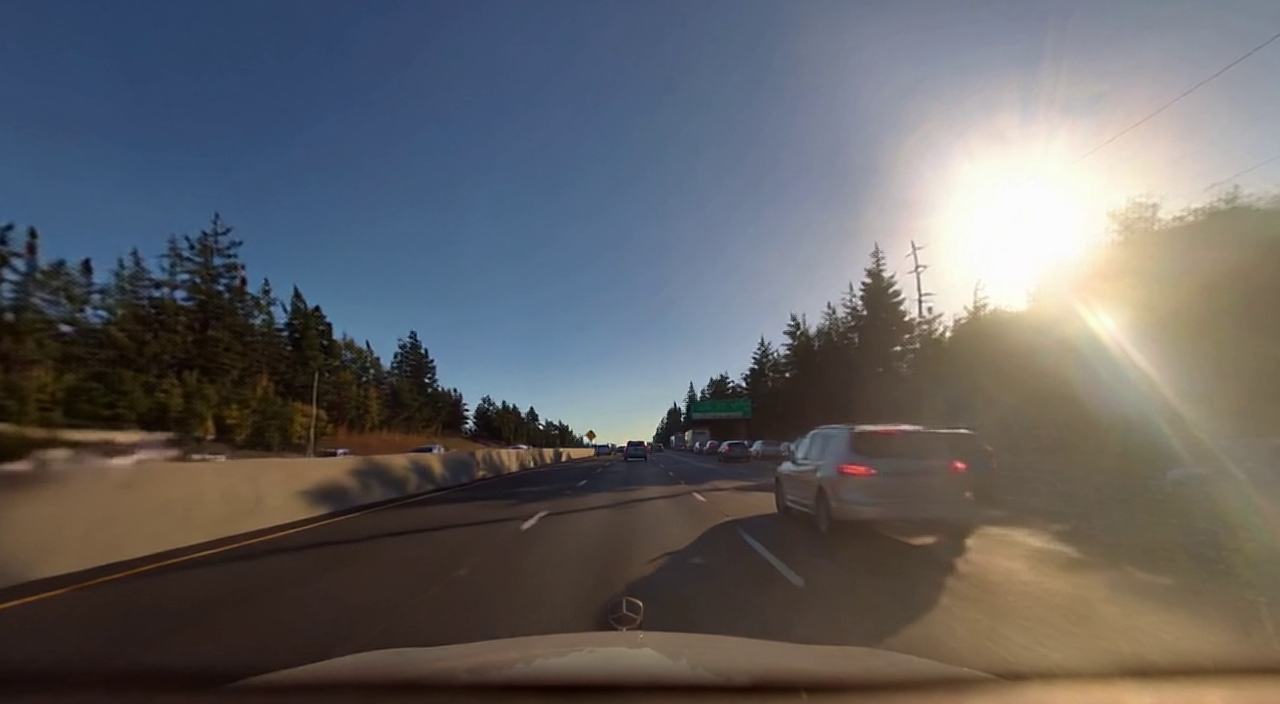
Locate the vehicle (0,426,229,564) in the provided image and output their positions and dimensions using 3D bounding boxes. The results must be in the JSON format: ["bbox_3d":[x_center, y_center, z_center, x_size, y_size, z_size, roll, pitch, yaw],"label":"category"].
[{"bbox_3d":[-8.783,2.013,9.497,2.047,1.650,4.600,0,-8,-1],"label":"vehicle"}]

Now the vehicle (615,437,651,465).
[{"bbox_3d":[-0.504,6.687,42.556,2.314,1.796,4.254,0,-8,-1],"label":"vehicle"}]

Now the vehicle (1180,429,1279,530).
[{"bbox_3d":[10.372,1.774,8.554,1.890,1.474,4.662,0,-8,-1],"label":"vehicle"}]

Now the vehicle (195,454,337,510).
[{"bbox_3d":[-11.858,4.109,20.376,1.893,1.508,4.418,0,-8,0],"label":"vehicle"}]

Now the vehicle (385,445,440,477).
[{"bbox_3d":[-15.645,7.475,43.563,2.010,2.033,5.111,1,-8,-2],"label":"vehicle"}]

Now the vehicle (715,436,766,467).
[{"bbox_3d":[6.419,6.405,40.652,2.145,1.822,4.791,1,-8,-4],"label":"vehicle"}]

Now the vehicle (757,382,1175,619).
[{"bbox_3d":[2.988,1.501,7.368,2.152,1.821,4.853,0,-8,-2],"label":"vehicle"}]
